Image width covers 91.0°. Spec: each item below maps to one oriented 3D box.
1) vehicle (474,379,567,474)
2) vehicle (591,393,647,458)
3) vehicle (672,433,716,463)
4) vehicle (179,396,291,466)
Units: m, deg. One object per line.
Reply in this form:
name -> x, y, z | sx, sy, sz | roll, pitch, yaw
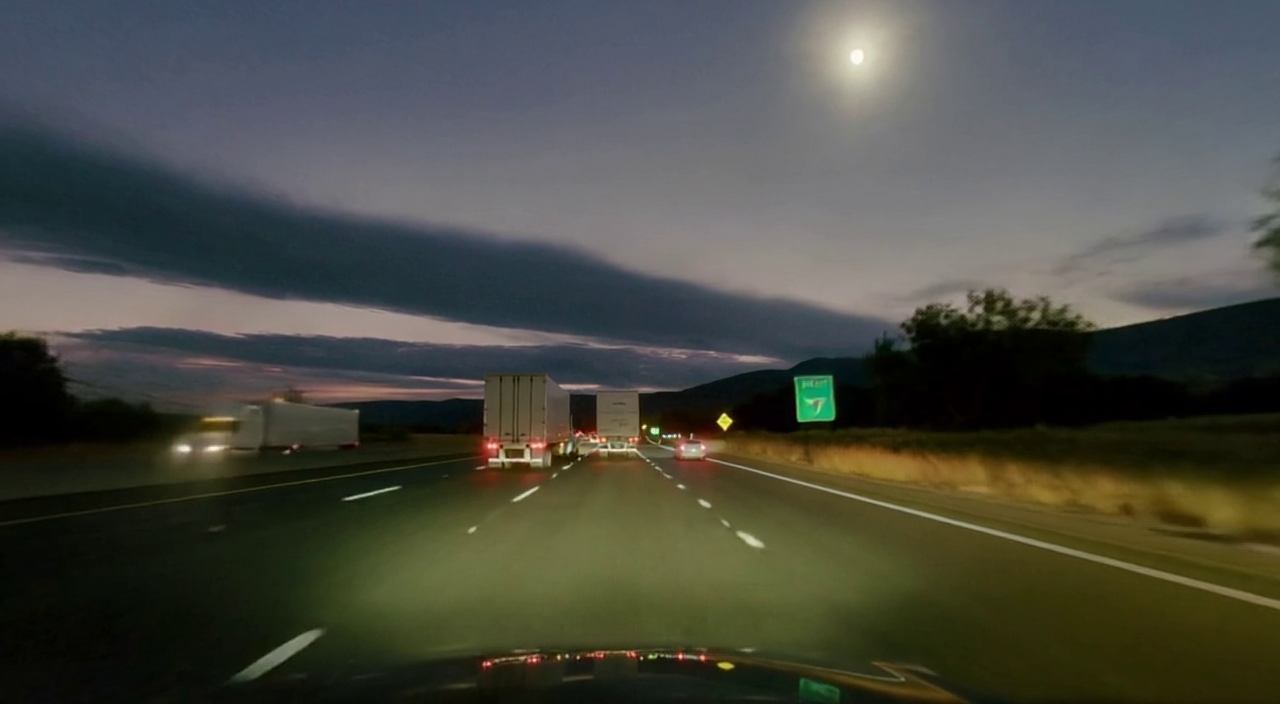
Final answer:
vehicle -> -4.701, 3.167, 26.279 | 2.728, 3.405, 7.096 | 0, -8, -2
vehicle -> -1.846, 5.808, 48.124 | 3.475, 4.037, 17.454 | 0, -8, -3
vehicle -> 2.815, 5.098, 33.575 | 1.891, 1.477, 3.599 | 0, -8, -3
vehicle -> -24.977, 4.966, 39.263 | 2.978, 4.001, 5.854 | 0, -8, -1
